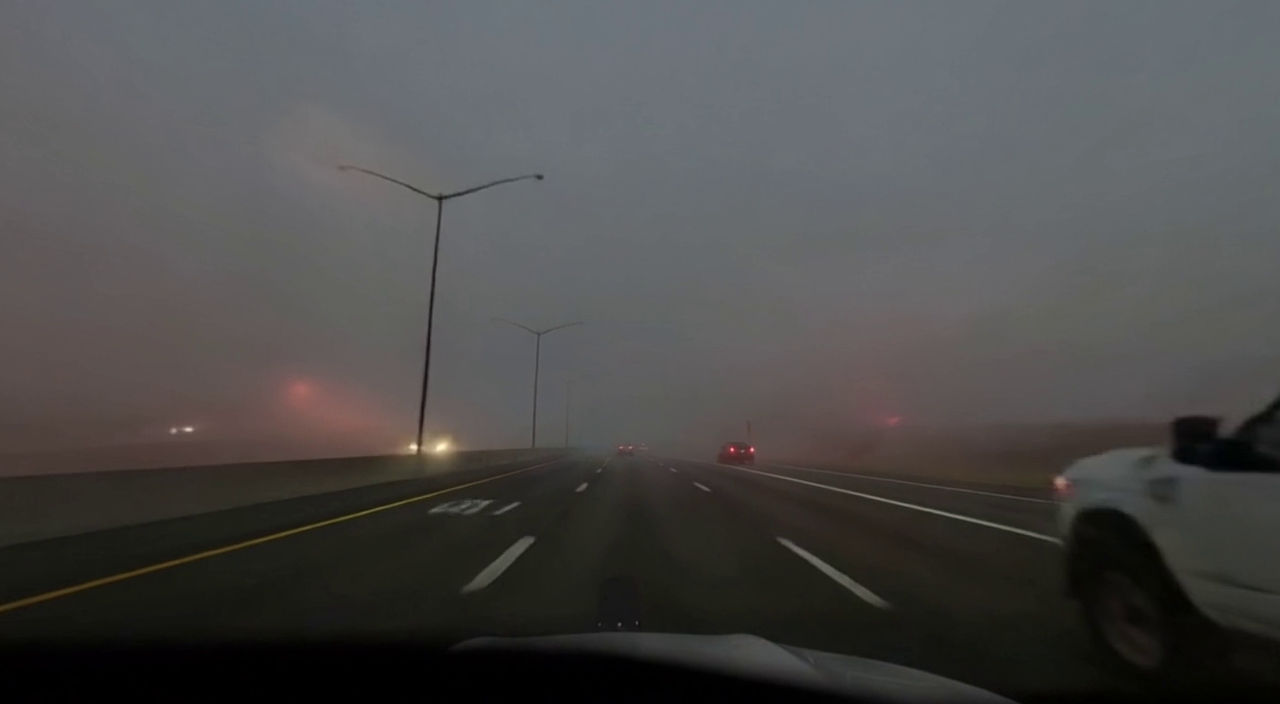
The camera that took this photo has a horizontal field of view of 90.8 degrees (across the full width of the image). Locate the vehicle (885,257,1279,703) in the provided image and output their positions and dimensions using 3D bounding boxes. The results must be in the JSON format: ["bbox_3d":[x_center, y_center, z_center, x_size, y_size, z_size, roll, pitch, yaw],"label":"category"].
[{"bbox_3d":[3.800,0.643,1.942,2.981,2.053,7.897,0,-9,0],"label":"vehicle"}]

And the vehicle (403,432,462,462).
[{"bbox_3d":[-14.529,6.679,44.599,2.499,1.964,5.176,0,-9,-2],"label":"vehicle"}]

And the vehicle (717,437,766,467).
[{"bbox_3d":[6.228,6.195,39.221,2.104,1.723,4.538,0,-9,-2],"label":"vehicle"}]
